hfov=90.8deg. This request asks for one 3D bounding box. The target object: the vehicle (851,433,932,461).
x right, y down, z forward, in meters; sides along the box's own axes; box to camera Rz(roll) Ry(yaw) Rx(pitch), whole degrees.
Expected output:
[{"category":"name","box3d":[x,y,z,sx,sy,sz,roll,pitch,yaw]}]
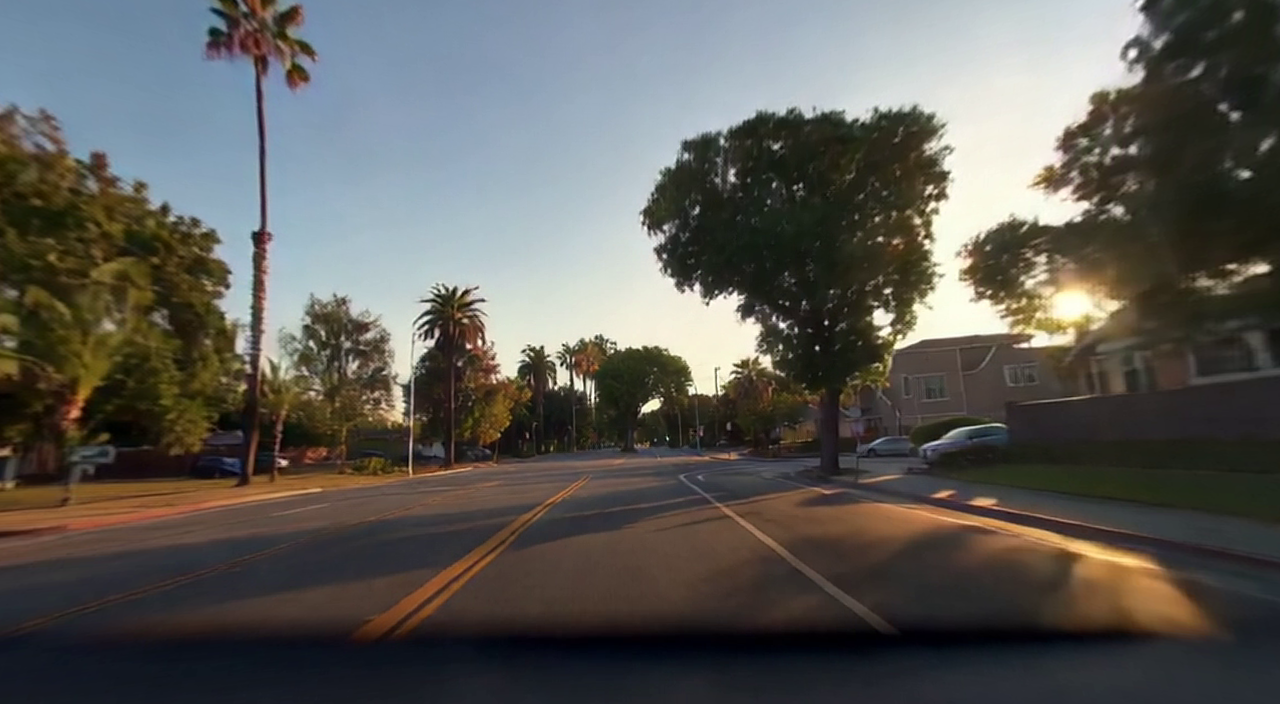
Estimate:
[{"category":"vehicle","box3d":[16.330,6.204,41.220,4.296,1.701,2.255,0,-8,-1]}]

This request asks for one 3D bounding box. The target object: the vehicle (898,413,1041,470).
[{"category":"vehicle","box3d":[12.820,3.507,24.615,4.963,2.031,2.132,4,-9,-23]}]

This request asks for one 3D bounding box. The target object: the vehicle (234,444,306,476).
[{"category":"vehicle","box3d":[-26.252,7.618,44.799,4.714,1.999,2.272,-4,-8,31]}]

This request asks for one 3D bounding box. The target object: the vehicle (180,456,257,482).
[{"category":"vehicle","box3d":[-25.979,7.156,38.898,4.452,1.466,1.910,-4,-10,27]}]
